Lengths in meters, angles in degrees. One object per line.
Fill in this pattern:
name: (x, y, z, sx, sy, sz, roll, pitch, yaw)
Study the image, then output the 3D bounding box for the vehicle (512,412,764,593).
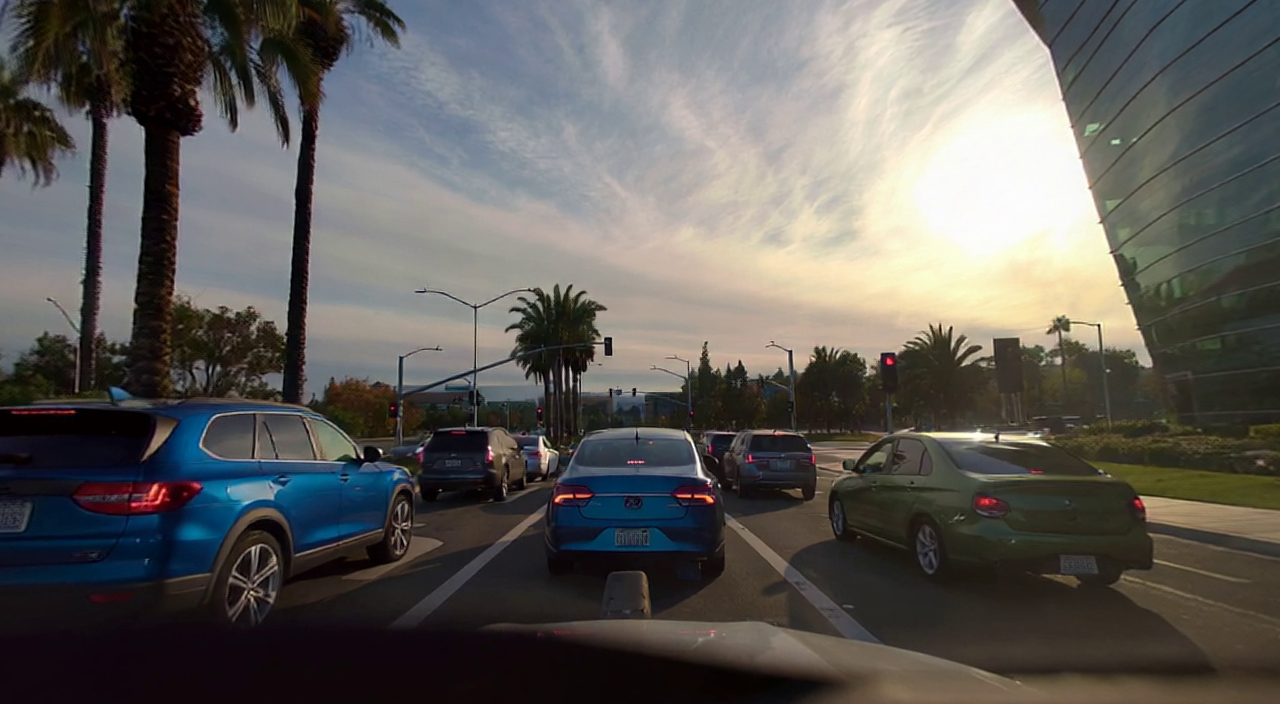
vehicle: (-0.057, 1.653, 7.808, 2.219, 1.586, 4.321, 0, -8, -1)

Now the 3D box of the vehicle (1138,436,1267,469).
vehicle: (25.454, 4.539, 28.637, 4.014, 1.417, 1.777, -1, -8, 5)

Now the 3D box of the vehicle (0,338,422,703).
vehicle: (-3.541, 1.133, 5.079, 2.014, 1.775, 4.404, 0, -8, -1)

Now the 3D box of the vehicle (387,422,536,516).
vehicle: (-3.472, 2.347, 13.067, 1.917, 1.631, 3.768, 0, -8, 1)

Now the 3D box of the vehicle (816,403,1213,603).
vehicle: (3.836, 1.617, 7.673, 2.064, 1.696, 4.431, 0, -8, 0)
